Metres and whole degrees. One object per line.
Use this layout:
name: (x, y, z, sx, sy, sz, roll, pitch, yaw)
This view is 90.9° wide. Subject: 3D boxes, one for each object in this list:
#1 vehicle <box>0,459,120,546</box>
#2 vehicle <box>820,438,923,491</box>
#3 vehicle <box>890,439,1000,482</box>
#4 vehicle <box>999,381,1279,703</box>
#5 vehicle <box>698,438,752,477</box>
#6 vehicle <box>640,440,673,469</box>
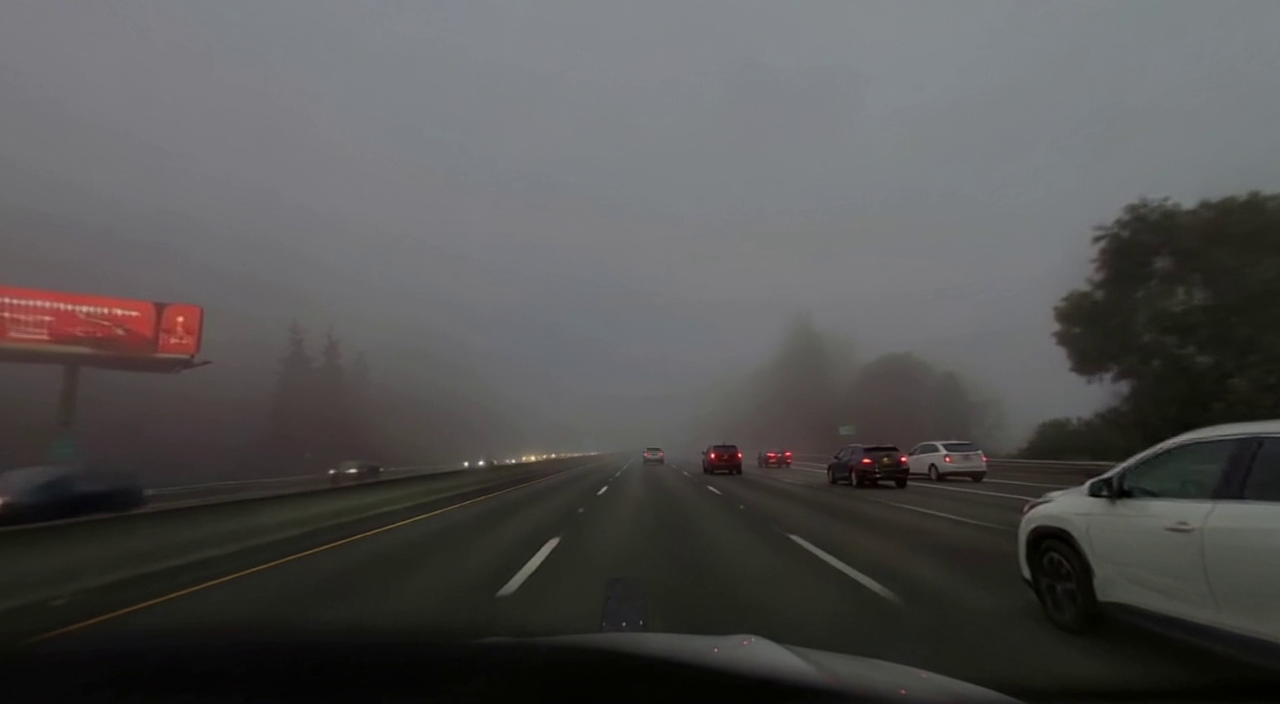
vehicle: (-13.519, 3.048, 12.731, 2.064, 1.601, 4.581, -1, -8, 1)
vehicle: (7.605, 3.701, 21.197, 1.807, 1.558, 4.352, 0, -8, 0)
vehicle: (12.070, 4.314, 25.414, 1.941, 1.539, 4.834, 0, -8, -1)
vehicle: (3.857, 0.924, 2.740, 1.989, 1.609, 4.355, 0, -8, 0)
vehicle: (4.312, 5.413, 32.791, 2.075, 1.845, 4.667, 0, -8, -1)
vehicle: (1.069, 6.989, 43.187, 2.145, 1.832, 4.004, -1, -8, 0)
